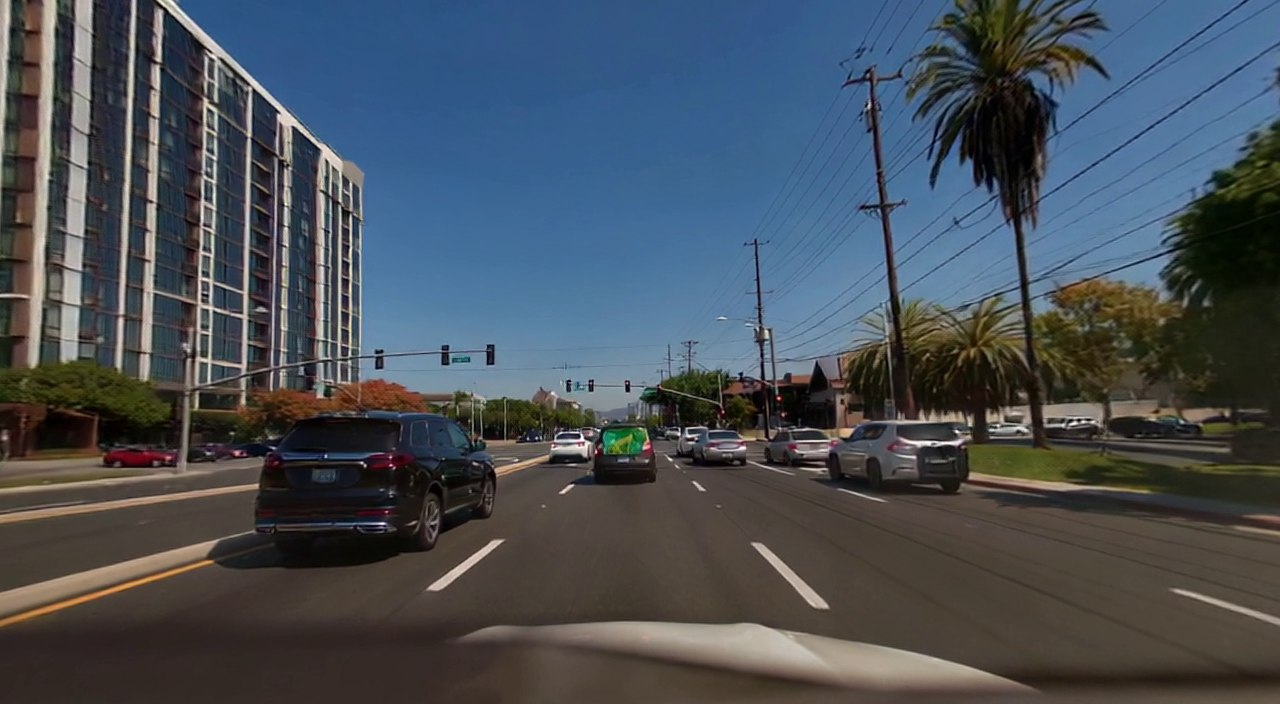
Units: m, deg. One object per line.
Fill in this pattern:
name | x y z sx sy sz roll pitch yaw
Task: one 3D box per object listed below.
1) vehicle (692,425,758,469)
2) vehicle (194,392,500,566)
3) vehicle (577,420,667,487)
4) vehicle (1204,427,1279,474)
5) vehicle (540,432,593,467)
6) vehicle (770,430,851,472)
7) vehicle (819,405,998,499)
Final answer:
vehicle | 3.253 3.775 25.078 1.975 1.598 4.025 0 -8 -1
vehicle | -3.504 1.626 8.764 2.136 1.779 4.417 0 -8 0
vehicle | -0.502 2.881 18.195 2.302 1.681 4.217 0 -8 -1
vehicle | 22.276 3.429 22.111 2.020 1.501 4.732 -3 -9 20
vehicle | -3.372 4.571 29.681 1.973 1.504 3.895 0 -8 0
vehicle | 6.428 3.778 24.285 1.764 1.451 4.300 0 -8 -2
vehicle | 6.461 2.510 16.134 2.130 1.979 5.310 0 -8 -1
